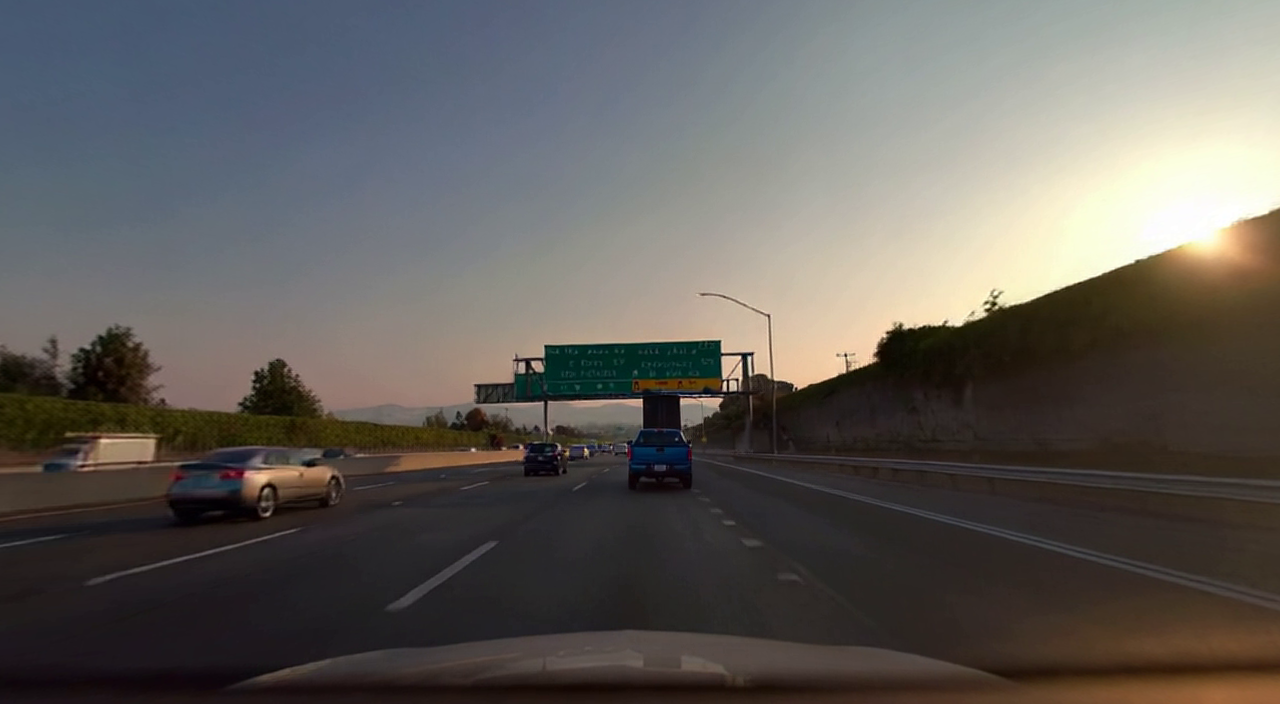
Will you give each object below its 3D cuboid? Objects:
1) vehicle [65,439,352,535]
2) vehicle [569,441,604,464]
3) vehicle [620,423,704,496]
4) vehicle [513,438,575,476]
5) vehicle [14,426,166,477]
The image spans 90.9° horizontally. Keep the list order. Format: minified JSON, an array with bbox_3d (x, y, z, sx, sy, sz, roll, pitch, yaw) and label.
[{"bbox_3d":[-7.756,2.436,12.137,2.081,1.463,4.749,0,-8,1],"label":"vehicle"},{"bbox_3d":[-3.788,7.174,45.155,2.061,1.584,4.290,0,-8,1],"label":"vehicle"},{"bbox_3d":[0.543,3.028,18.091,2.083,1.792,4.782,0,-8,0],"label":"vehicle"},{"bbox_3d":[-4.250,4.749,28.737,1.961,1.591,4.756,0,-8,1],"label":"vehicle"},{"bbox_3d":[-34.270,6.234,39.788,2.699,2.920,7.178,-1,-8,4],"label":"vehicle"}]
